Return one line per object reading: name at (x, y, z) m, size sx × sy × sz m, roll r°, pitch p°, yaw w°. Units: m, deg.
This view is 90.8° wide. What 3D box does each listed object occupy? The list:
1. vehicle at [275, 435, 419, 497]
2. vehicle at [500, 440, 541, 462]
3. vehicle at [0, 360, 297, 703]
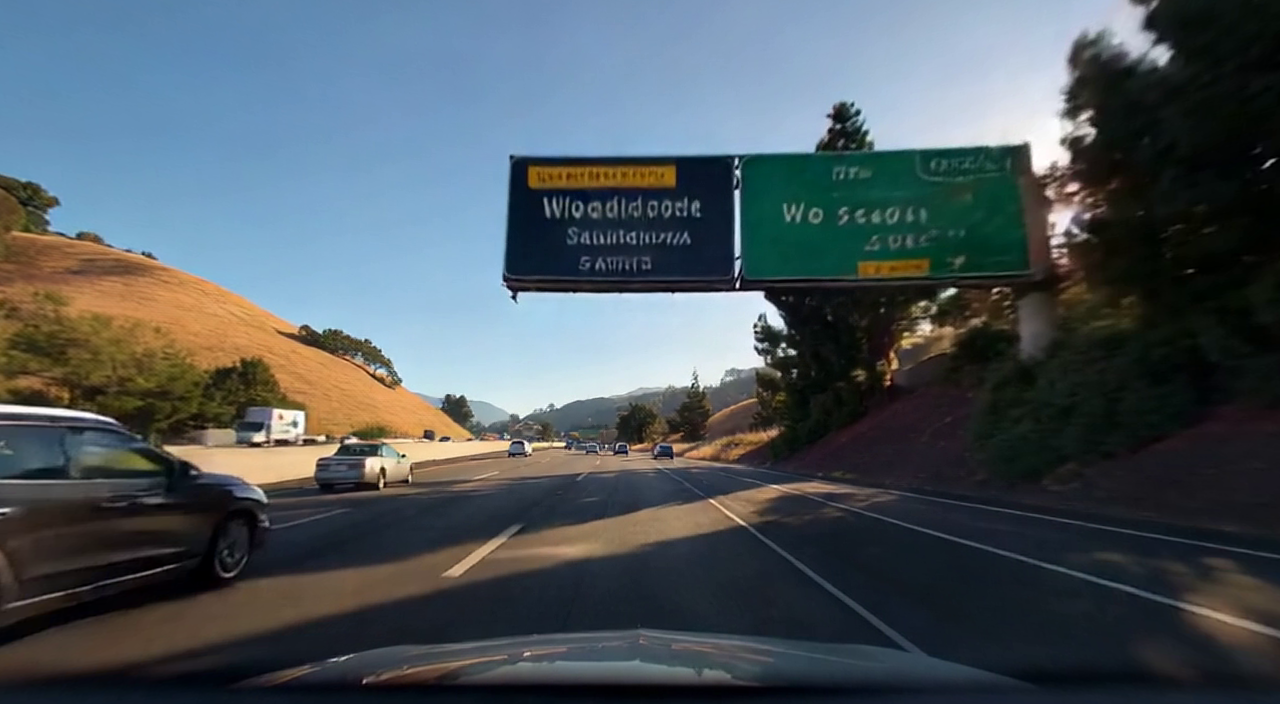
vehicle at (-8.085, 3.172, 17.979) m, size 1.975 × 1.520 × 4.390 m, roll 0°, pitch -8°, yaw 0°
vehicle at (-8.300, 6.926, 44.379) m, size 2.020 × 1.447 × 4.322 m, roll 0°, pitch -8°, yaw 0°
vehicle at (-4.177, 0.926, 3.257) m, size 2.166 × 1.700 × 4.661 m, roll 0°, pitch -8°, yaw 0°
